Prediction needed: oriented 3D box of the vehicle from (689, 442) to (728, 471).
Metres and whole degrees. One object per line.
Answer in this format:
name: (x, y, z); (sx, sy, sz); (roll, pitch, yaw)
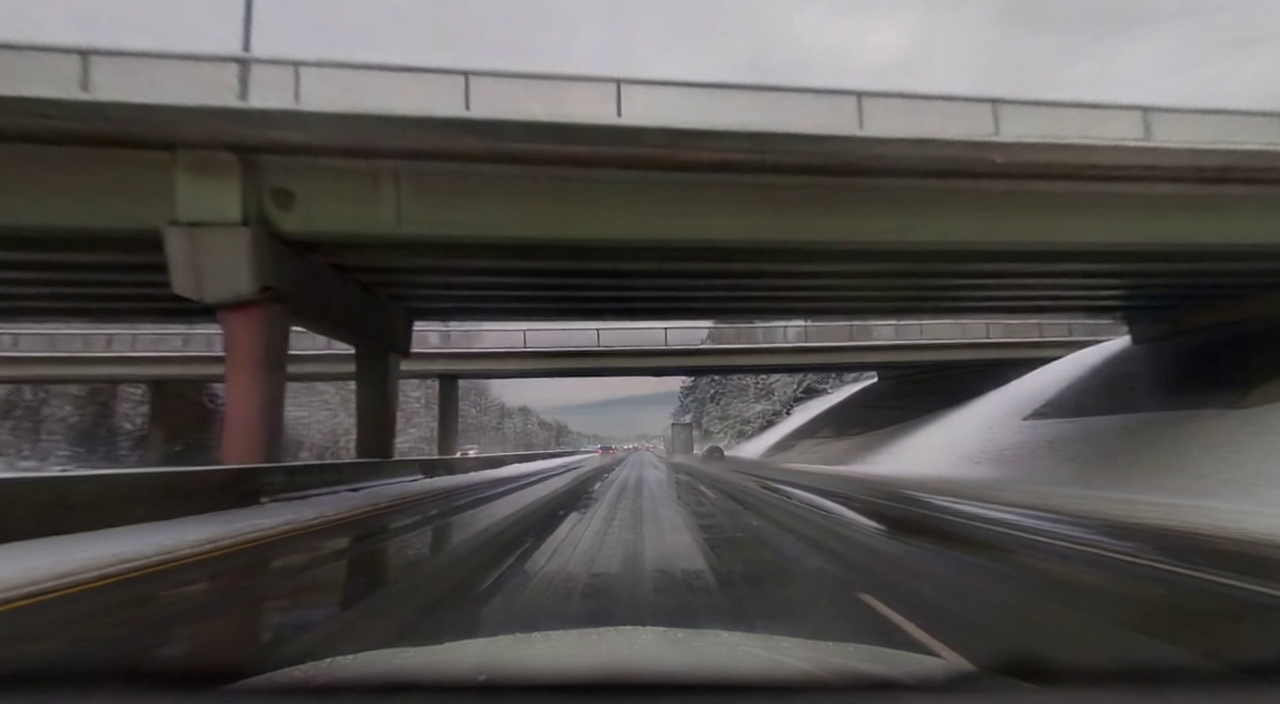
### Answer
vehicle: (4.727, 7.236, 44.032); (2.100, 1.889, 4.969); (0, -9, -1)
